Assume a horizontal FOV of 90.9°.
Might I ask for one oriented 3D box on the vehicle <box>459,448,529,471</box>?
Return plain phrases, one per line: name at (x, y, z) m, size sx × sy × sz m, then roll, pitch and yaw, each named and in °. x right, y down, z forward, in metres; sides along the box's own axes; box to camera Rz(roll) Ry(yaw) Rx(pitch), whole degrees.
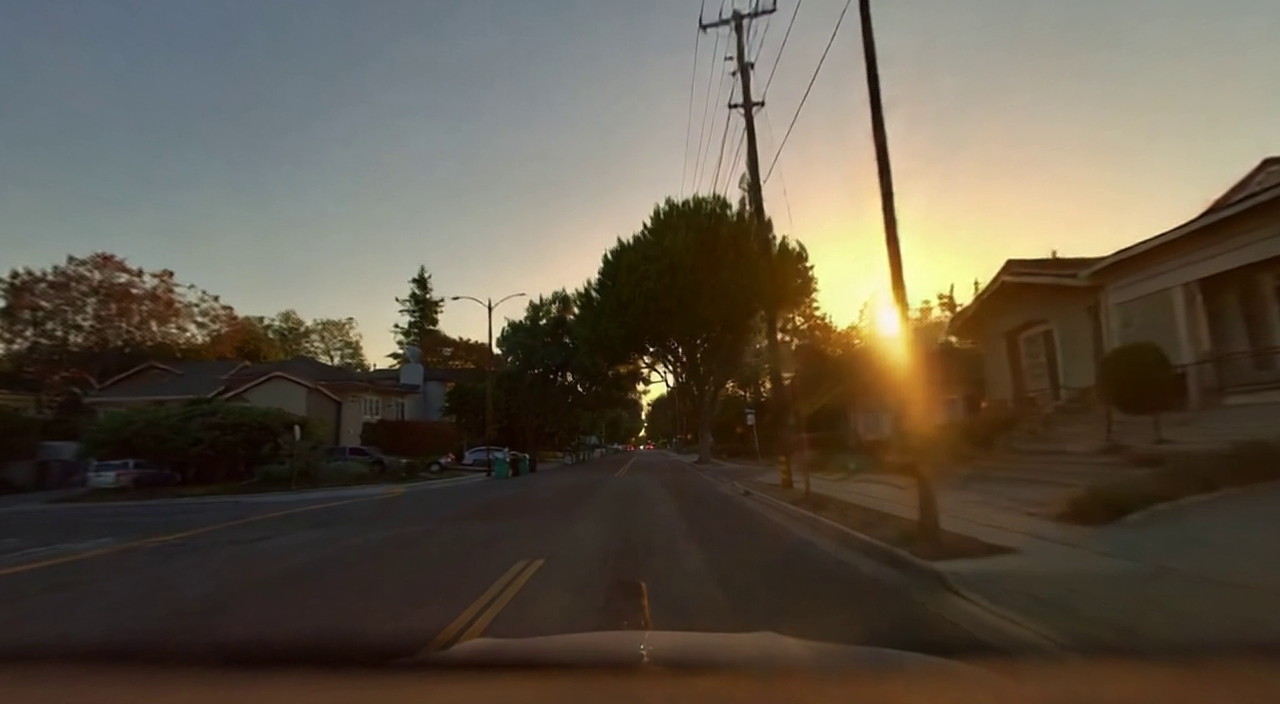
vehicle at (-9.998, 7.296, 43.111) m, size 4.293 × 1.484 × 1.981 m, roll 4°, pitch -9°, yaw -22°
